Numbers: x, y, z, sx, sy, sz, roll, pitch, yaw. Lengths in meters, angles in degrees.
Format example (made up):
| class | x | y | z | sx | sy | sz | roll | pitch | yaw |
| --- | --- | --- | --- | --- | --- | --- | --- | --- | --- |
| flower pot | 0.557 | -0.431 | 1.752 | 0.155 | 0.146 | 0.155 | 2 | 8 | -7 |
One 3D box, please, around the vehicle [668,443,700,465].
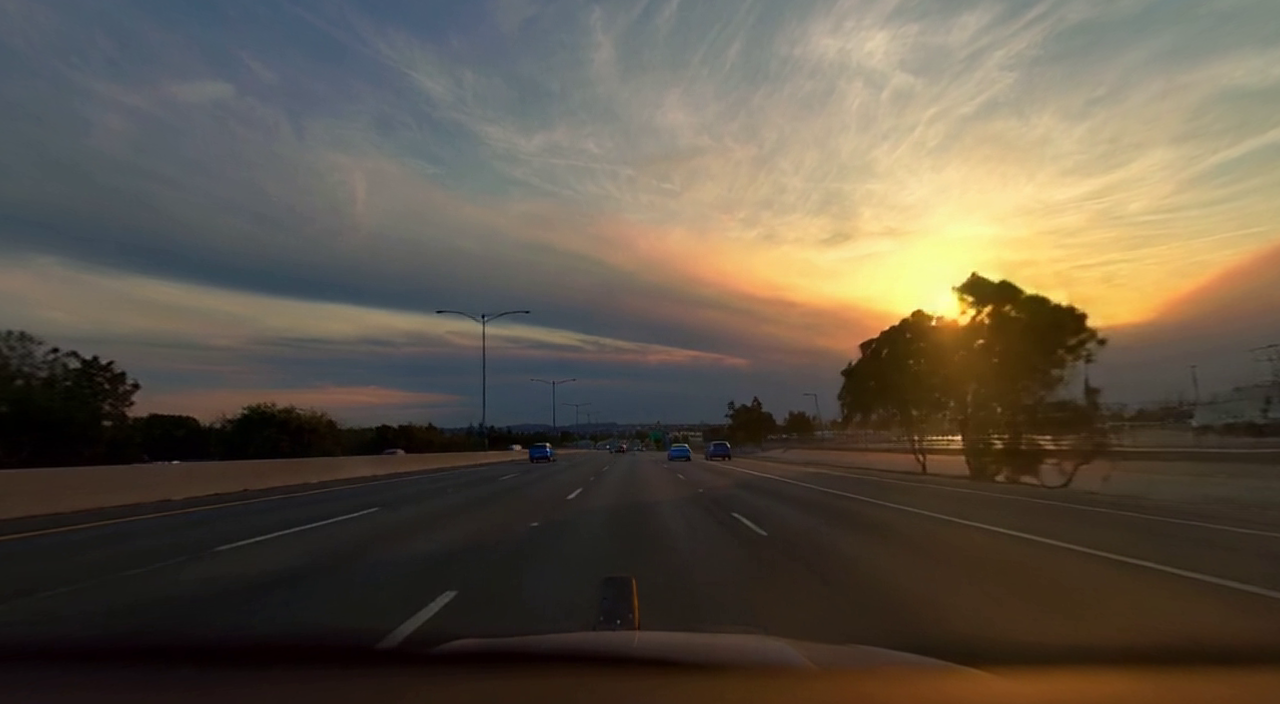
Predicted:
| class | x | y | z | sx | sy | sz | roll | pitch | yaw |
| --- | --- | --- | --- | --- | --- | --- | --- | --- | --- |
| vehicle | 3.133 | 7.375 | 45.928 | 2.000 | 1.533 | 3.770 | 0 | -8 | -1 |
